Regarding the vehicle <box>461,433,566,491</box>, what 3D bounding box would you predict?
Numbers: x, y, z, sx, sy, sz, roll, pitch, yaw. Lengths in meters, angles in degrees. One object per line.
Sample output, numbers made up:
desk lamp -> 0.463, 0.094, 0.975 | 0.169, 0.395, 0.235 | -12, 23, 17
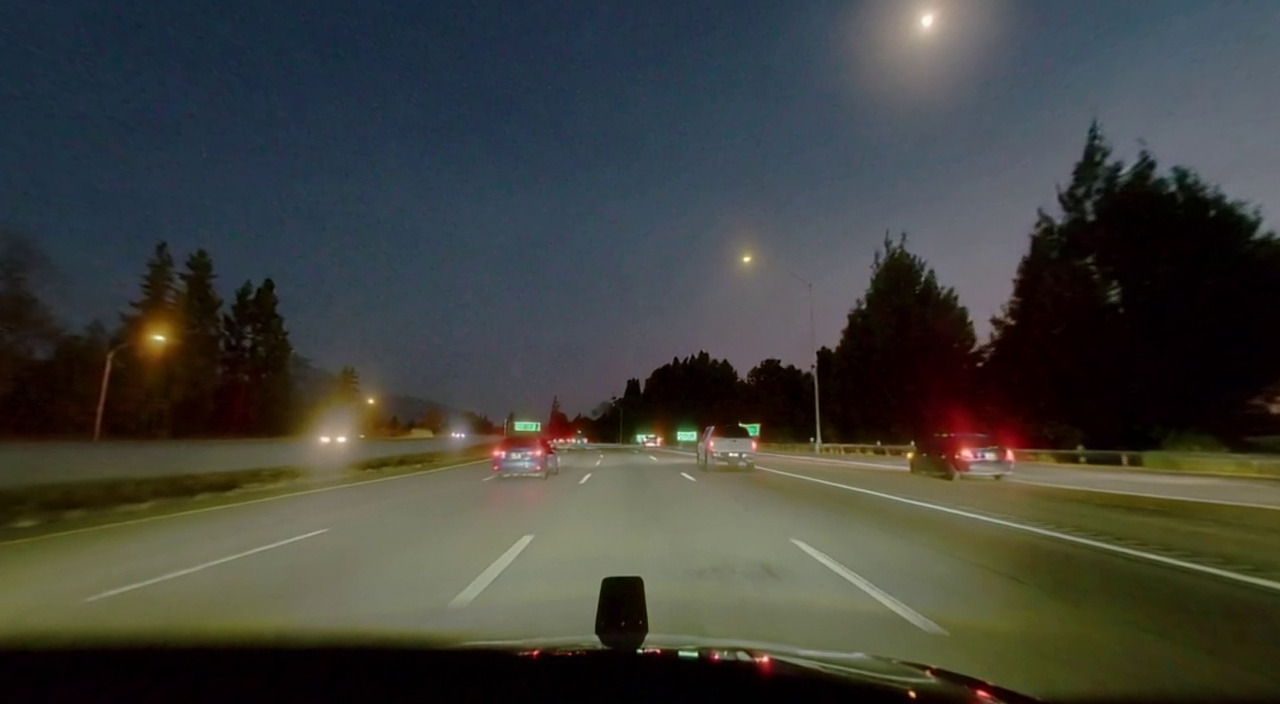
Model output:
vehicle -> -3.576, 3.216, 18.851 | 2.183, 1.486, 4.848 | 0, -8, 0

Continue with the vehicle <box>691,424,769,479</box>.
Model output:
vehicle -> 3.153, 3.618, 23.118 | 2.043, 1.795, 4.347 | 0, -8, -2
